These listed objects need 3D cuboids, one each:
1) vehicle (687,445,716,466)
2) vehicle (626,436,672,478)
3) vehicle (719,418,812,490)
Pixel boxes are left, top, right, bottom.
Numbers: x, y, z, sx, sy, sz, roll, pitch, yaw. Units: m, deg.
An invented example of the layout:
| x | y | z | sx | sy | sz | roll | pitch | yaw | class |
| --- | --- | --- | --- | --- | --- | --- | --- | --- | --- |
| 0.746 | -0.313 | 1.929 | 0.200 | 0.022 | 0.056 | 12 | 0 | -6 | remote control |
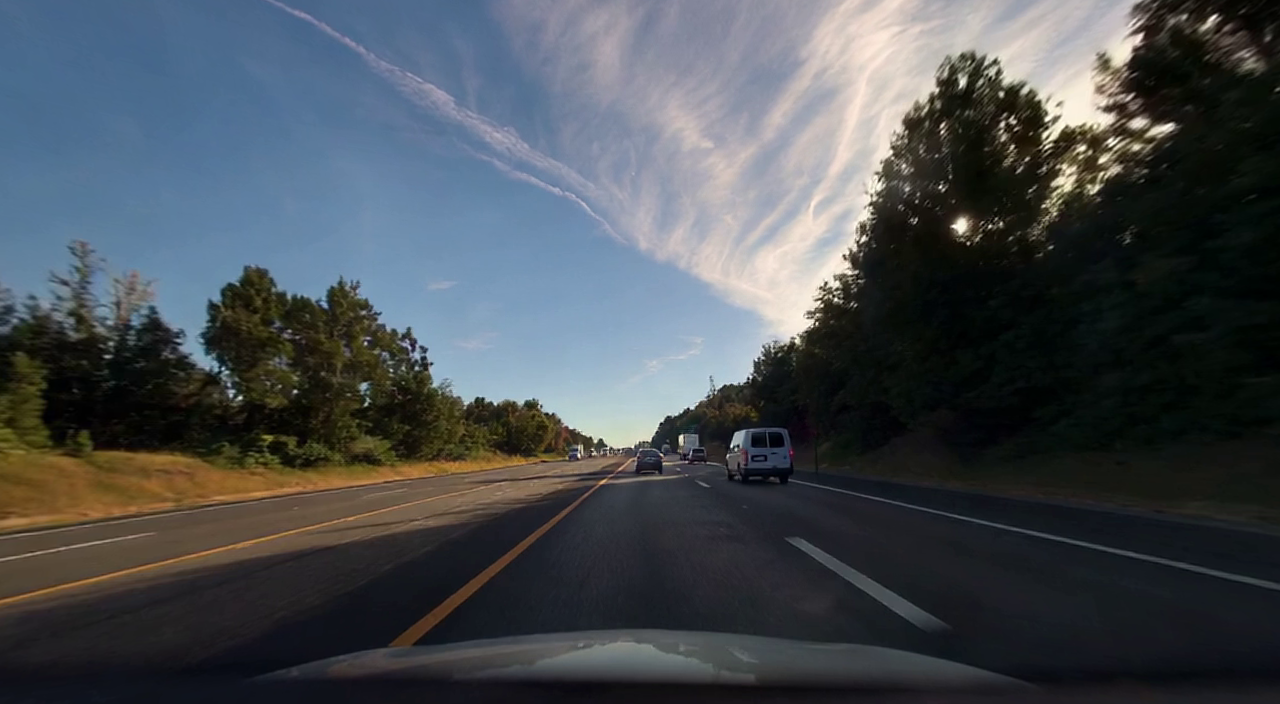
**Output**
| x | y | z | sx | sy | sz | roll | pitch | yaw | class |
| --- | --- | --- | --- | --- | --- | --- | --- | --- | --- |
| 4.756 | 8.047 | 49.080 | 1.868 | 1.566 | 3.509 | 0 | -9 | -1 | vehicle |
| 0.431 | 5.190 | 31.443 | 2.143 | 1.925 | 4.101 | 0 | -9 | 0 | vehicle |
| 4.323 | 3.644 | 22.686 | 2.232 | 2.290 | 4.720 | 0 | -9 | -2 | vehicle |
